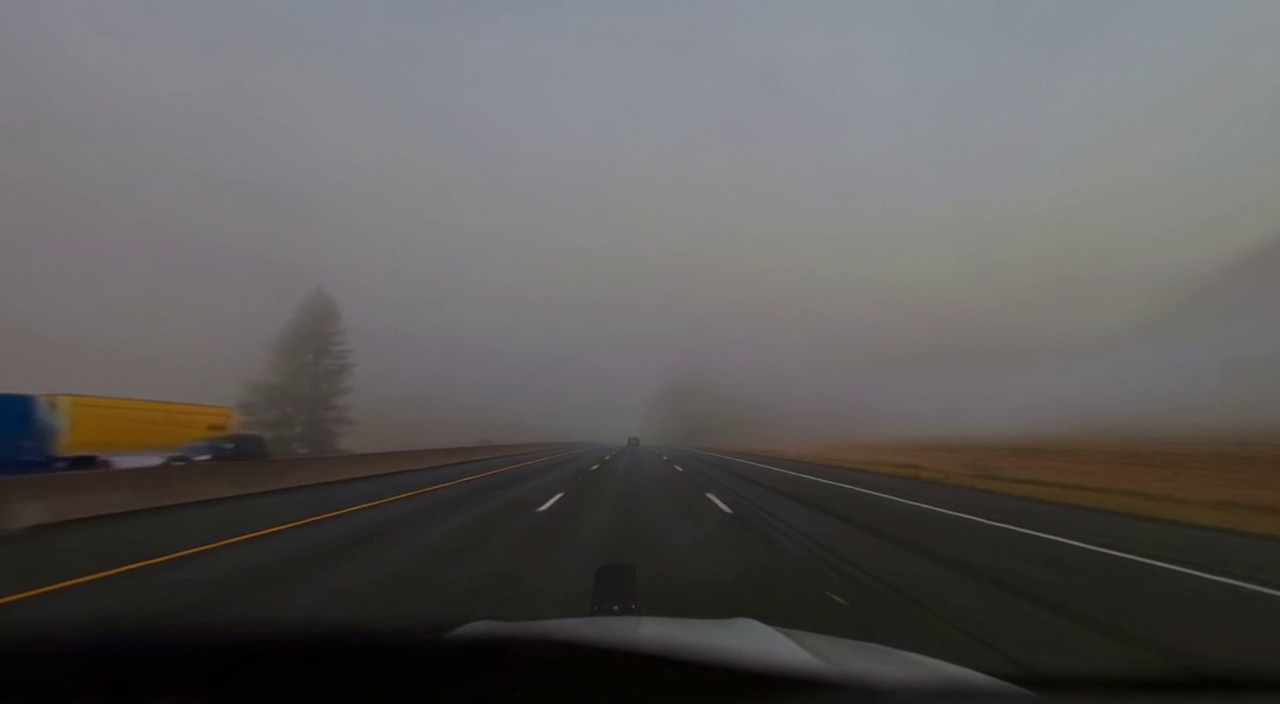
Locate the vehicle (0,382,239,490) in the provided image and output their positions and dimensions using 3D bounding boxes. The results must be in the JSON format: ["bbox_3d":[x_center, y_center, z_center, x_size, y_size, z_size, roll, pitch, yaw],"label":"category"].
[{"bbox_3d":[-27.364,4.217,31.326,3.108,4.299,18.135,0,-8,-1],"label":"vehicle"}]

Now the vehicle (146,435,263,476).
[{"bbox_3d":[-19.816,4.687,28.923,2.060,1.672,4.700,0,-8,0],"label":"vehicle"}]
